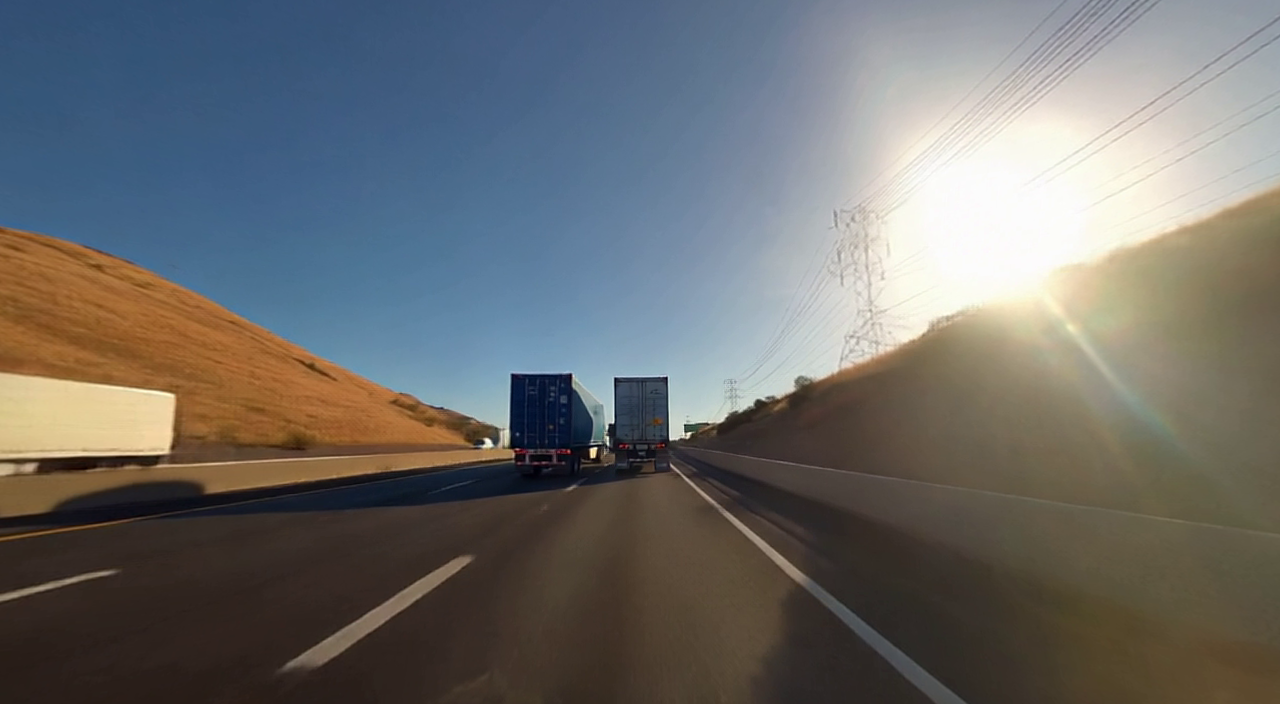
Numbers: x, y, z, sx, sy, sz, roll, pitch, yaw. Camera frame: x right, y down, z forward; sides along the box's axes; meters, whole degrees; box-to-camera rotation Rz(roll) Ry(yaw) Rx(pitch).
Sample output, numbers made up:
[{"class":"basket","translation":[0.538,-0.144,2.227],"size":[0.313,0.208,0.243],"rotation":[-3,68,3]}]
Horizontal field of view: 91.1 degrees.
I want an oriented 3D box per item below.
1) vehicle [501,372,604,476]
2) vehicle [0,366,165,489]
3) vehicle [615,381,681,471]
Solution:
[{"class":"vehicle","translation":[-3.832,3.808,31.783],"size":[3.065,4.105,13.706],"rotation":[0,-8,1]},{"class":"vehicle","translation":[-21.962,2.422,20.075],"size":[2.942,3.909,13.487],"rotation":[0,-8,0]},{"class":"vehicle","translation":[0.231,4.214,34.601],"size":[3.006,4.120,11.586],"rotation":[0,-8,-1]}]
